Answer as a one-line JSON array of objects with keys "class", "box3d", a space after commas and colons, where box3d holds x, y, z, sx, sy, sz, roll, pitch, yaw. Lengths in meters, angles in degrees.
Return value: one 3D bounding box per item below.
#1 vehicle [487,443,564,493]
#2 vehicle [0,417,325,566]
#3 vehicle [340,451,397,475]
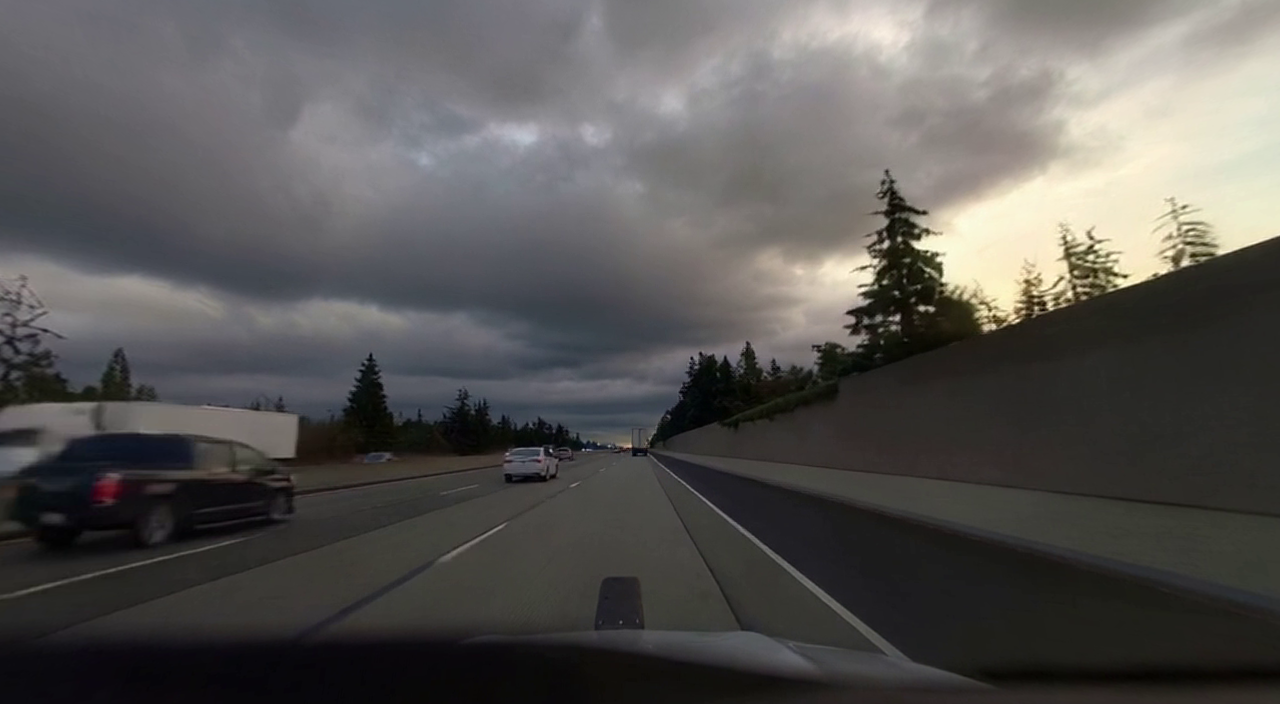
[{"class": "vehicle", "box3d": [-3.794, 3.895, 21.509, 1.893, 1.521, 3.742, 0, -9, 0]}, {"class": "vehicle", "box3d": [-7.294, 2.011, 9.868, 2.173, 1.722, 4.869, 0, -9, 0]}, {"class": "vehicle", "box3d": [-17.983, 7.359, 41.984, 1.825, 1.459, 4.238, -1, -9, 1]}]
